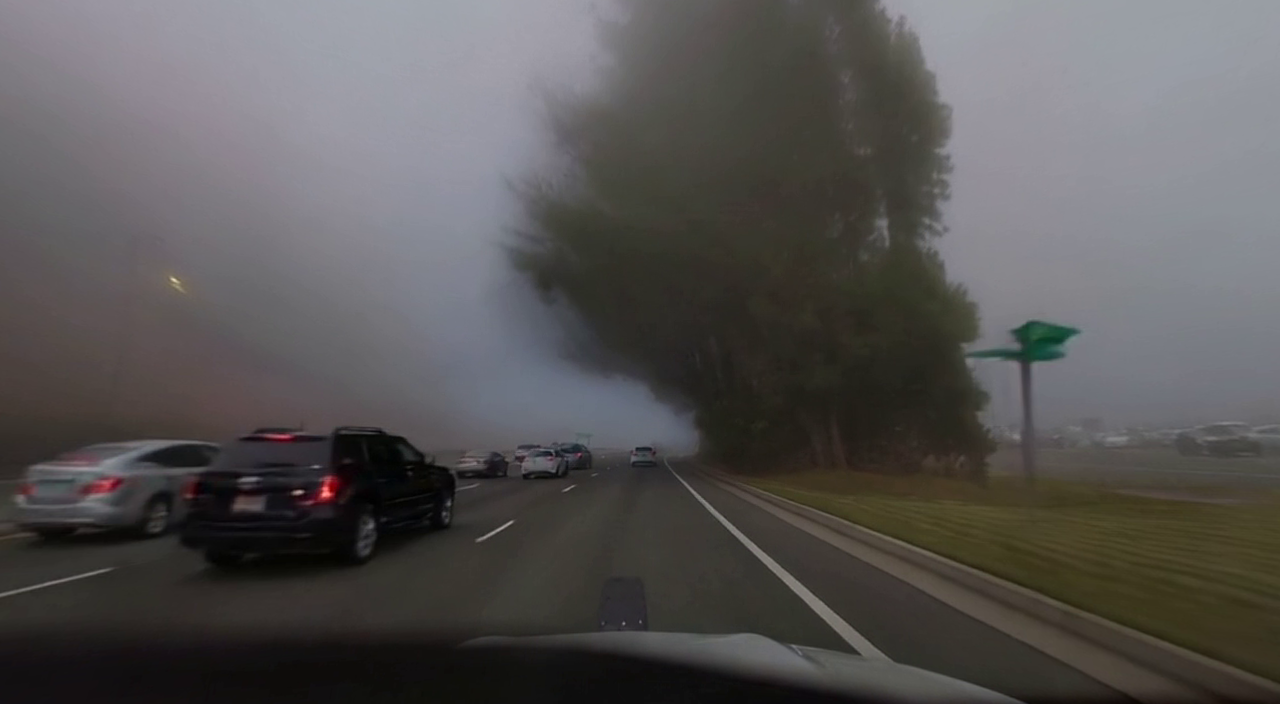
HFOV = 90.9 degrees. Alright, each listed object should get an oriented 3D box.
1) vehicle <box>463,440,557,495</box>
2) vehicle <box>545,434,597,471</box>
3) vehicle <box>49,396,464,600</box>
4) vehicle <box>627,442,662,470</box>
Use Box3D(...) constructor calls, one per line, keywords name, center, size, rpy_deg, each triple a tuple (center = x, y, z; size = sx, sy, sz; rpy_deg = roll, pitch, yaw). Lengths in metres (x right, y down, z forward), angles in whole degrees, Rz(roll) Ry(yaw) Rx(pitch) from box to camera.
Box3D(name="vehicle", center=(-3.849, 3.490, 19.525), size=(1.952, 1.471, 4.334), rpy_deg=(-1, -8, 1))
Box3D(name="vehicle", center=(-3.651, 5.420, 34.215), size=(2.242, 1.852, 5.201), rpy_deg=(0, -8, 0))
Box3D(name="vehicle", center=(-4.025, 1.621, 7.988), size=(2.130, 1.749, 4.904), rpy_deg=(0, -8, 0))
Box3D(name="vehicle", center=(0.250, 5.802, 35.322), size=(1.875, 1.453, 3.888), rpy_deg=(0, -8, 0))
